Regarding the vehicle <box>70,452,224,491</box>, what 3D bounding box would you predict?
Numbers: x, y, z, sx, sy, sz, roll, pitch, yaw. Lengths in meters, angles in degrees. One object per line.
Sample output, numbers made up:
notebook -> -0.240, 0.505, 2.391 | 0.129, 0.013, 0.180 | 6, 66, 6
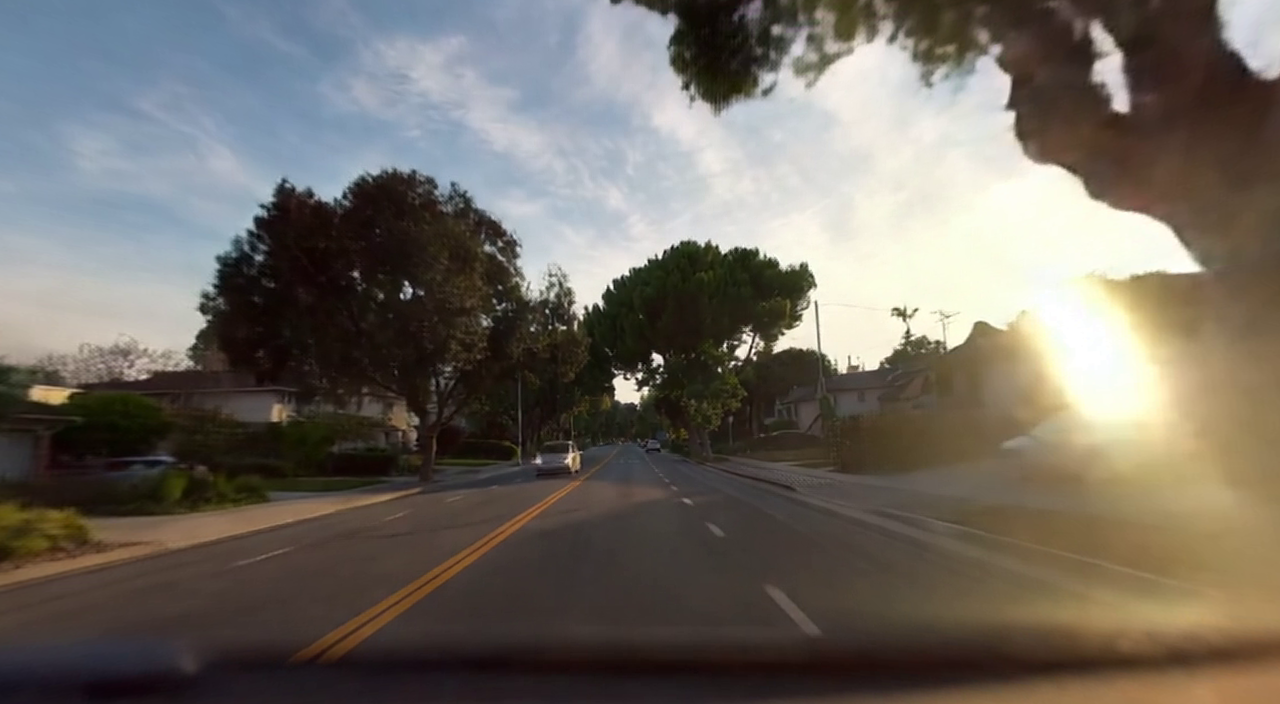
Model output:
vehicle -> -19.579, 4.746, 25.251 | 4.459, 1.432, 1.979 | 0, -8, -1

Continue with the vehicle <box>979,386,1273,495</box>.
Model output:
vehicle -> 10.714, 2.077, 14.817 | 2.305, 2.042, 5.711 | 0, -8, 0

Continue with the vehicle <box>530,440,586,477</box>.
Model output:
vehicle -> -4.011, 5.293, 31.645 | 2.208, 1.663, 4.326 | -1, -8, 0
